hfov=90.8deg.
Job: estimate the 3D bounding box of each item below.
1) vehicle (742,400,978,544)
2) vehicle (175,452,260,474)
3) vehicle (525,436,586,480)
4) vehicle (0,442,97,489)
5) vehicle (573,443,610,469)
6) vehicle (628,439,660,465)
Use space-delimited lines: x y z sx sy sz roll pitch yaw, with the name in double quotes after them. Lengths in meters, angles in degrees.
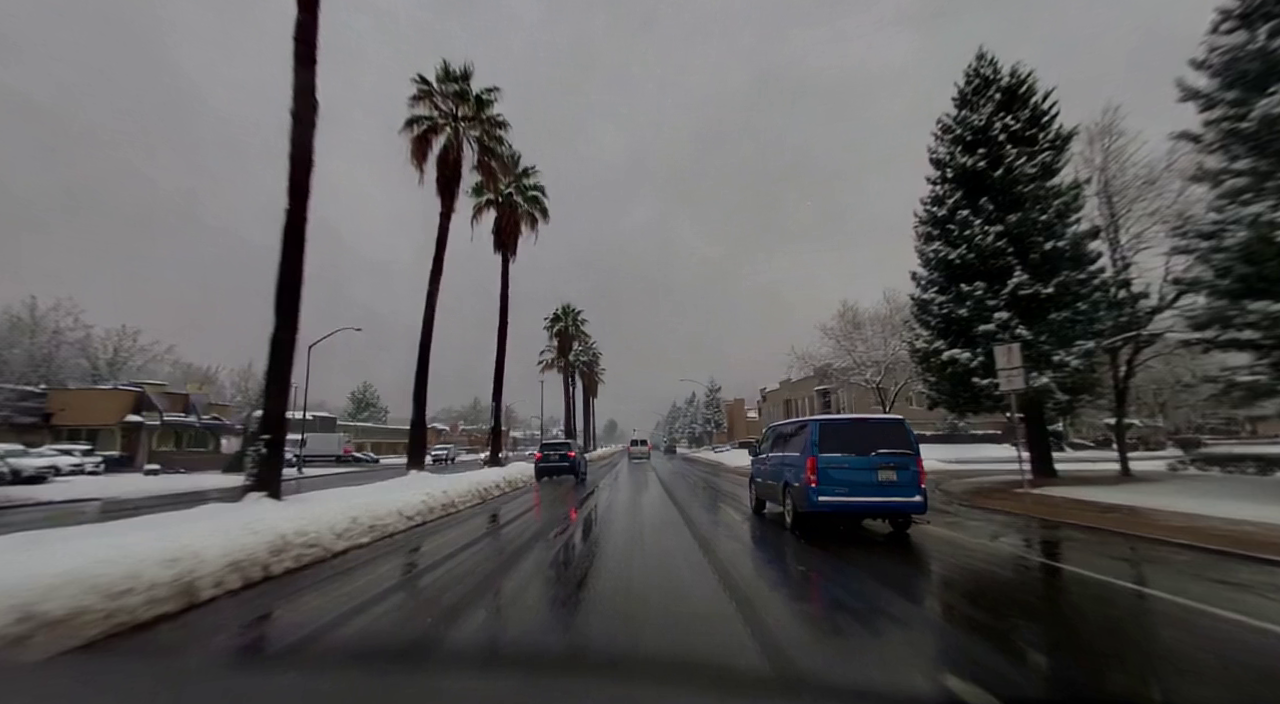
3.346 1.960 10.946 2.234 1.912 4.847 0 -9 -1 "vehicle"
-28.595 7.505 42.819 4.371 1.393 1.867 0 -9 -1 "vehicle"
-3.477 4.433 26.707 1.967 1.703 4.157 0 -8 1 "vehicle"
-29.099 5.144 28.825 6.396 2.029 2.355 0 -8 0 "vehicle"
-2.803 6.142 37.505 1.869 1.454 4.142 0 -8 0 "vehicle"
0.240 7.105 45.183 2.191 1.761 3.857 0 -9 0 "vehicle"
